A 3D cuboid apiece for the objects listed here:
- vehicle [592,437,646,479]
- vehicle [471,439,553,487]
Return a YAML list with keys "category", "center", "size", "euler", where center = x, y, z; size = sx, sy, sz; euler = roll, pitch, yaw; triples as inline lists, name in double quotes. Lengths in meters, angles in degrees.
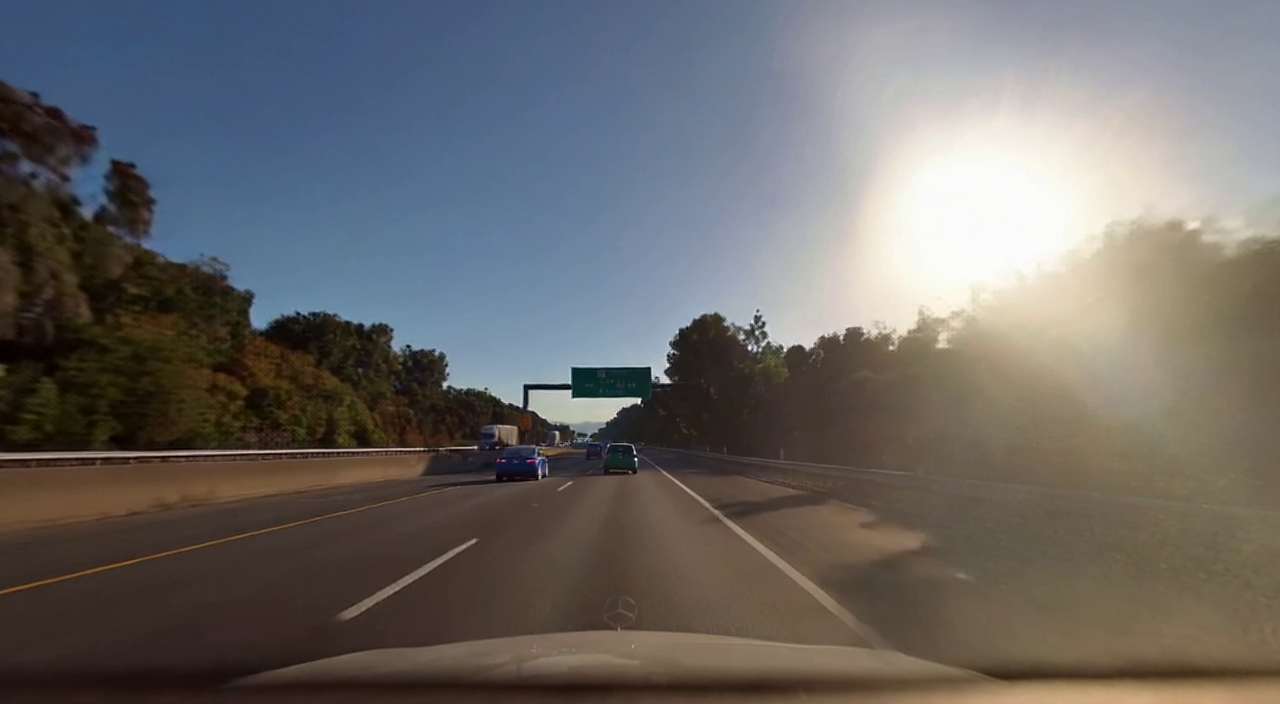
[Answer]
- category: "vehicle"
  center: [-0.902, 4.670, 27.789]
  size: [2.220, 1.711, 4.056]
  euler: [0, -9, -1]
- category: "vehicle"
  center: [-4.722, 4.174, 23.841]
  size: [2.103, 1.588, 4.709]
  euler: [-1, -9, 0]
